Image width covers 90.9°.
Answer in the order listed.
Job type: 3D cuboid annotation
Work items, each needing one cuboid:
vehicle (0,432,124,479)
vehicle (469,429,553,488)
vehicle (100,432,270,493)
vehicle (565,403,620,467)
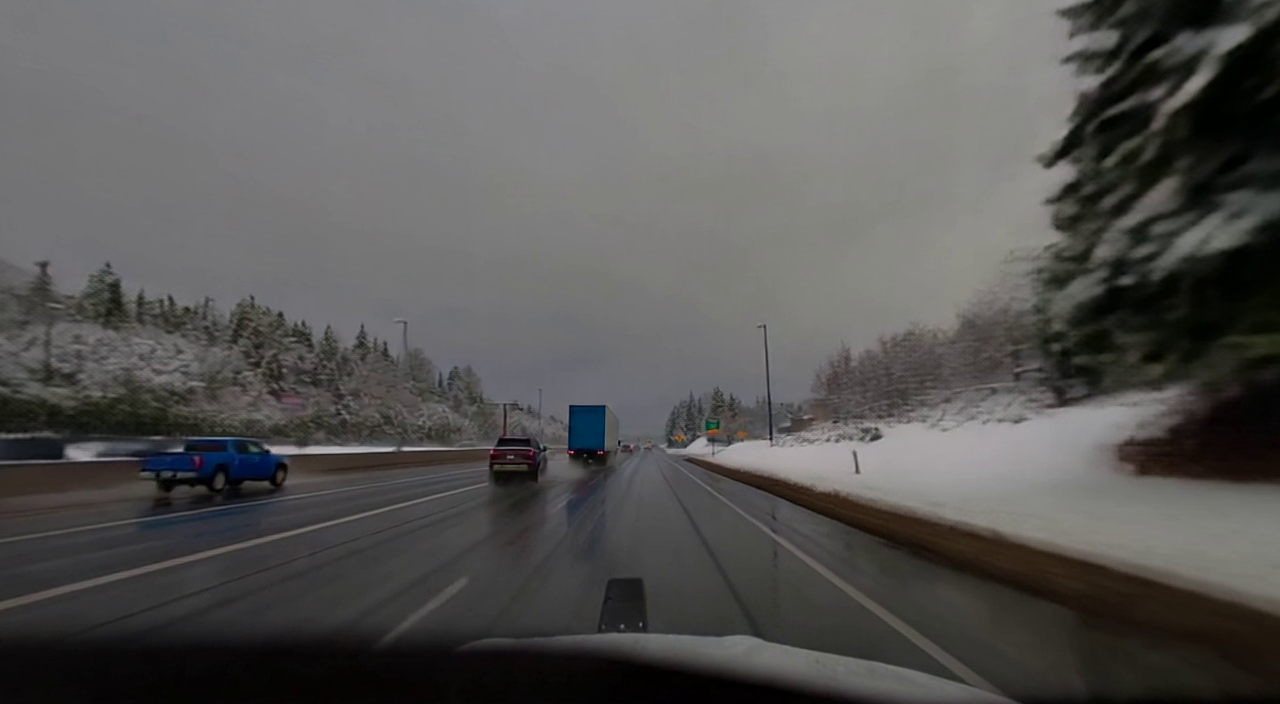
[{"bbox_3d":[-21.687,3.718,22.912,1.892,1.510,4.565,0,-8,1],"label":"vehicle"},{"bbox_3d":[-4.418,3.717,22.292,2.058,1.840,4.443,0,-8,0],"label":"vehicle"},{"bbox_3d":[-14.266,3.463,20.191,1.997,1.695,4.492,0,-8,1],"label":"vehicle"},{"bbox_3d":[-3.251,6.257,46.767,2.905,4.037,12.921,0,-8,1],"label":"vehicle"}]
